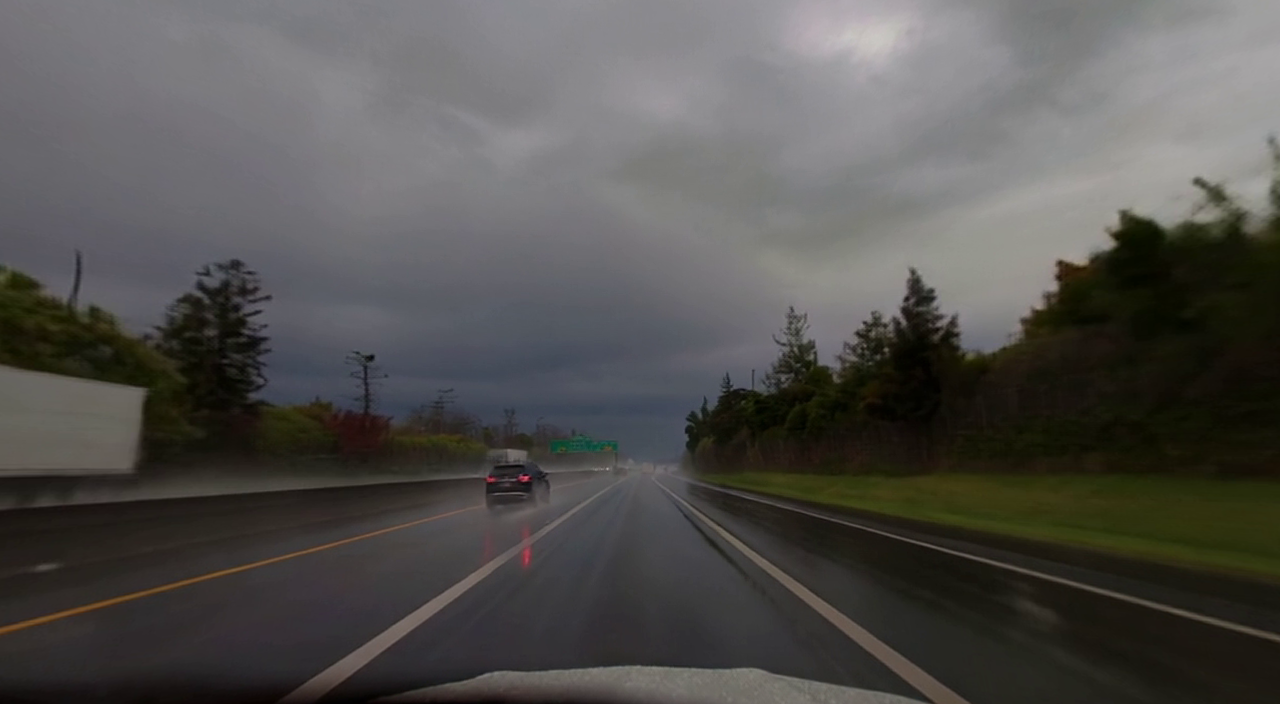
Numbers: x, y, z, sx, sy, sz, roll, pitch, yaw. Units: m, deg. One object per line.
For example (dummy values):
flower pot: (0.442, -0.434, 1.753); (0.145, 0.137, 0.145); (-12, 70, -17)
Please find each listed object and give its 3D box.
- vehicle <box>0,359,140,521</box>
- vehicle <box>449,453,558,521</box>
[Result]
vehicle: (-17.528, 2.209, 15.951); (2.820, 4.017, 8.039); (1, -11, 0)
vehicle: (-3.796, 3.887, 18.489); (2.053, 1.657, 4.725); (1, -11, 1)
